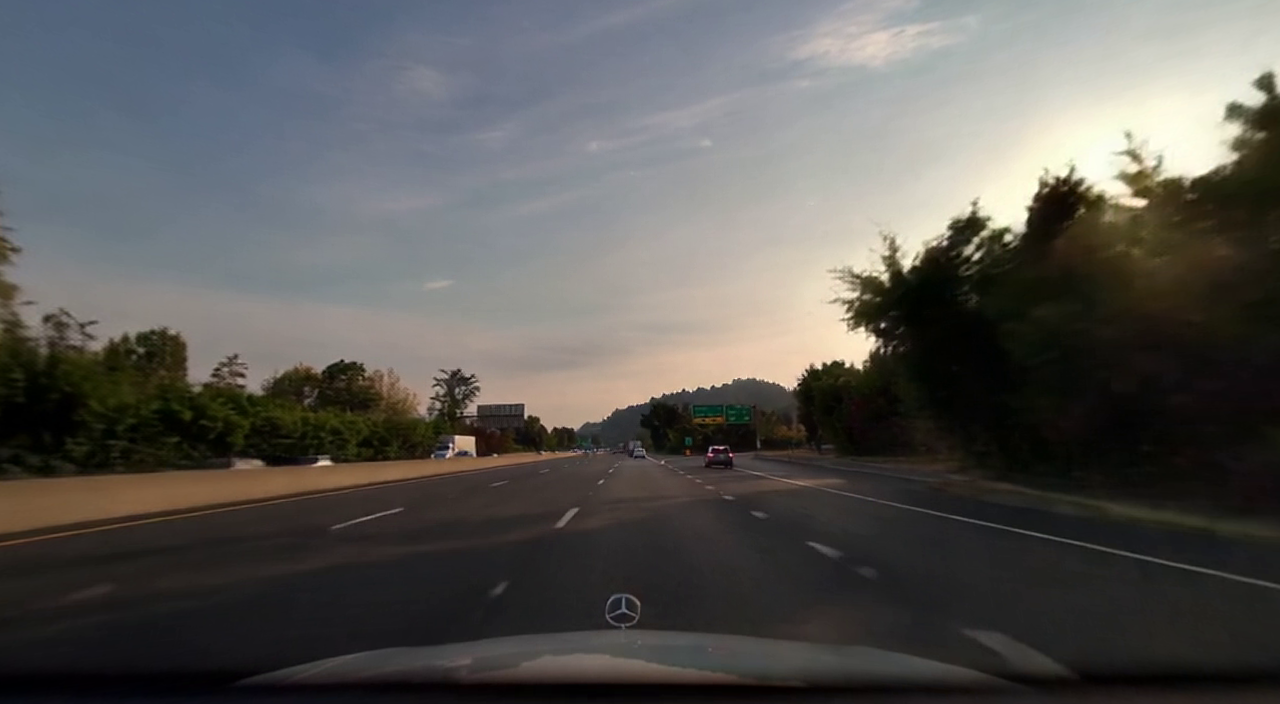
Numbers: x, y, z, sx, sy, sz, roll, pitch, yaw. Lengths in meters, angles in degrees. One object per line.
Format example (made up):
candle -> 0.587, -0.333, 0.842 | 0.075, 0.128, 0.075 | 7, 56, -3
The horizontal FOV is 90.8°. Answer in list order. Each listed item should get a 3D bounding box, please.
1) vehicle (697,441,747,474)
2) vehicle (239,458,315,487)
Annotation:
vehicle -> 4.474, 5.823, 35.025 | 2.096, 1.712, 4.697 | 0, -9, 0
vehicle -> -19.852, 6.582, 34.731 | 1.760, 1.433, 3.962 | 0, -9, 1
